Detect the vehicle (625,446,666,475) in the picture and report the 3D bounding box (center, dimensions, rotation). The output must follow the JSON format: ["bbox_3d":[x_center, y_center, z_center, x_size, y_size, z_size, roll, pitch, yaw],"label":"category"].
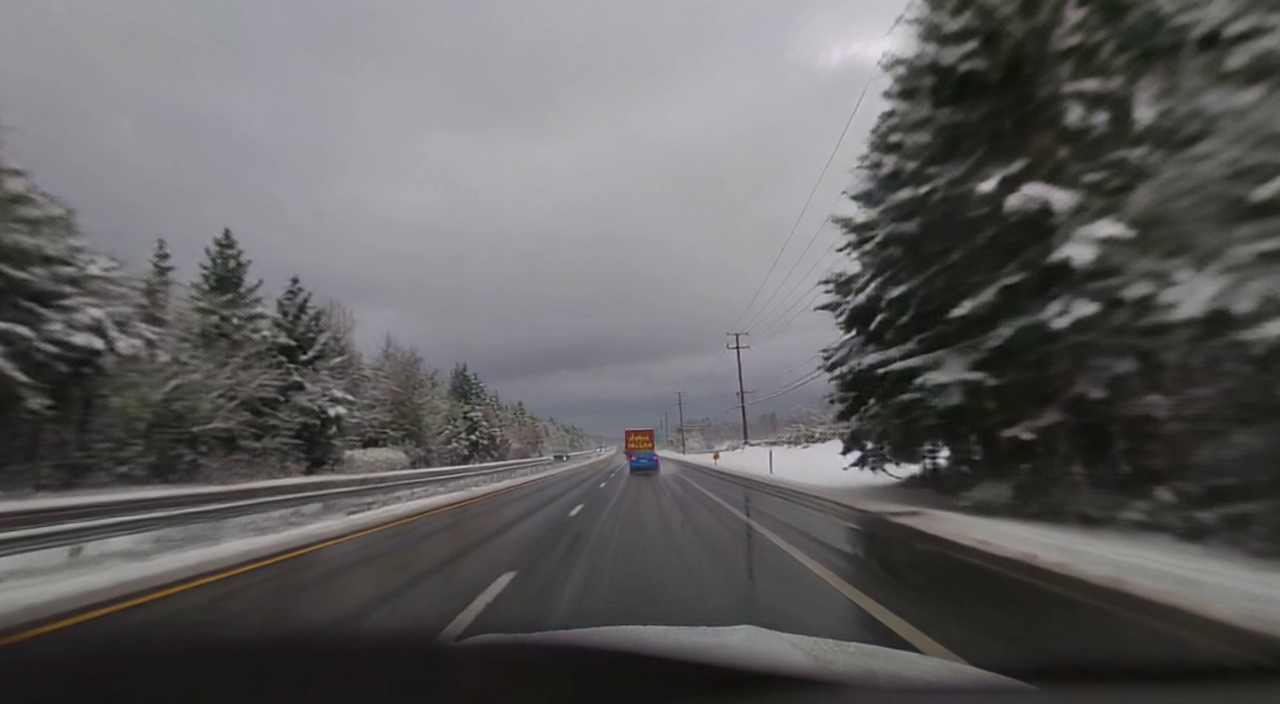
[{"bbox_3d":[0.267,5.903,34.353,2.080,1.486,3.813,0,-9,-1],"label":"vehicle"}]
